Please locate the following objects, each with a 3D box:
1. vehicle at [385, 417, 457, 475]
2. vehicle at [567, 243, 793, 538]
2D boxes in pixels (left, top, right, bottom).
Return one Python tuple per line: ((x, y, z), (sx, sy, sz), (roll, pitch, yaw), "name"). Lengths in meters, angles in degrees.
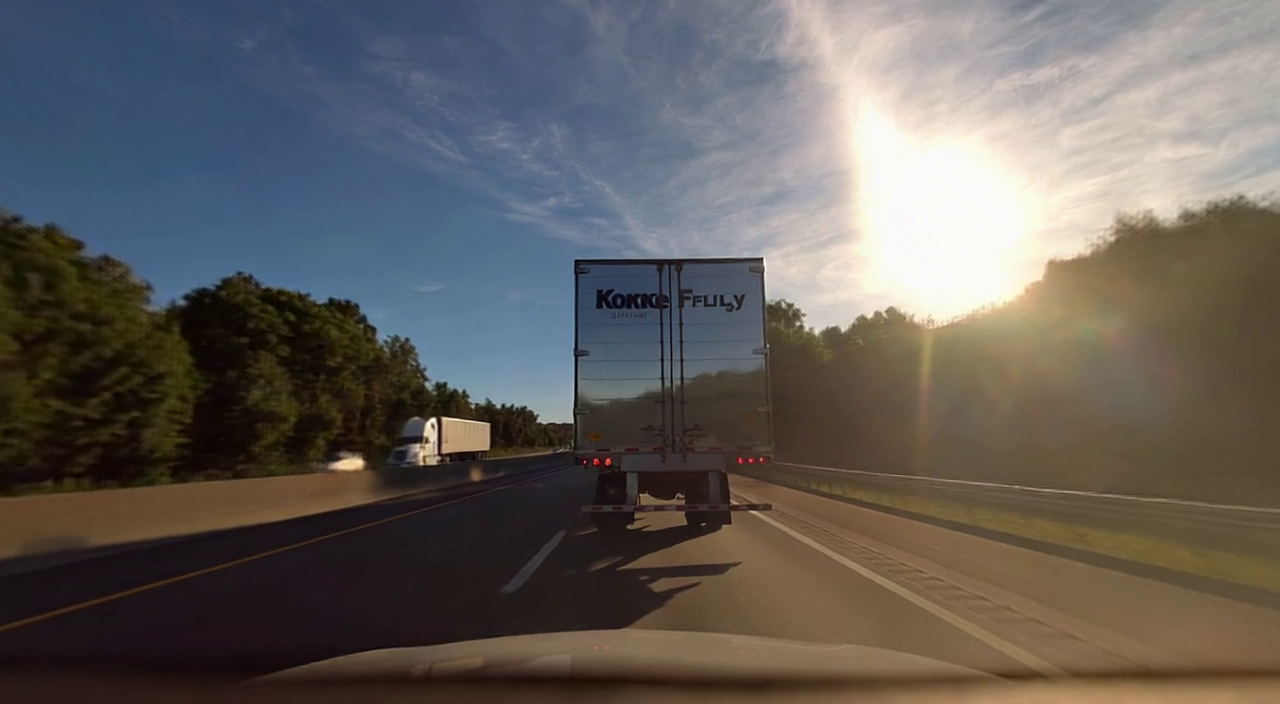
((-16.041, 6.971, 46.661), (2.997, 3.998, 5.894), (0, -9, 1), "vehicle")
((0.514, 1.616, 16.439), (3.230, 4.377, 14.405), (0, -9, 0), "vehicle")
